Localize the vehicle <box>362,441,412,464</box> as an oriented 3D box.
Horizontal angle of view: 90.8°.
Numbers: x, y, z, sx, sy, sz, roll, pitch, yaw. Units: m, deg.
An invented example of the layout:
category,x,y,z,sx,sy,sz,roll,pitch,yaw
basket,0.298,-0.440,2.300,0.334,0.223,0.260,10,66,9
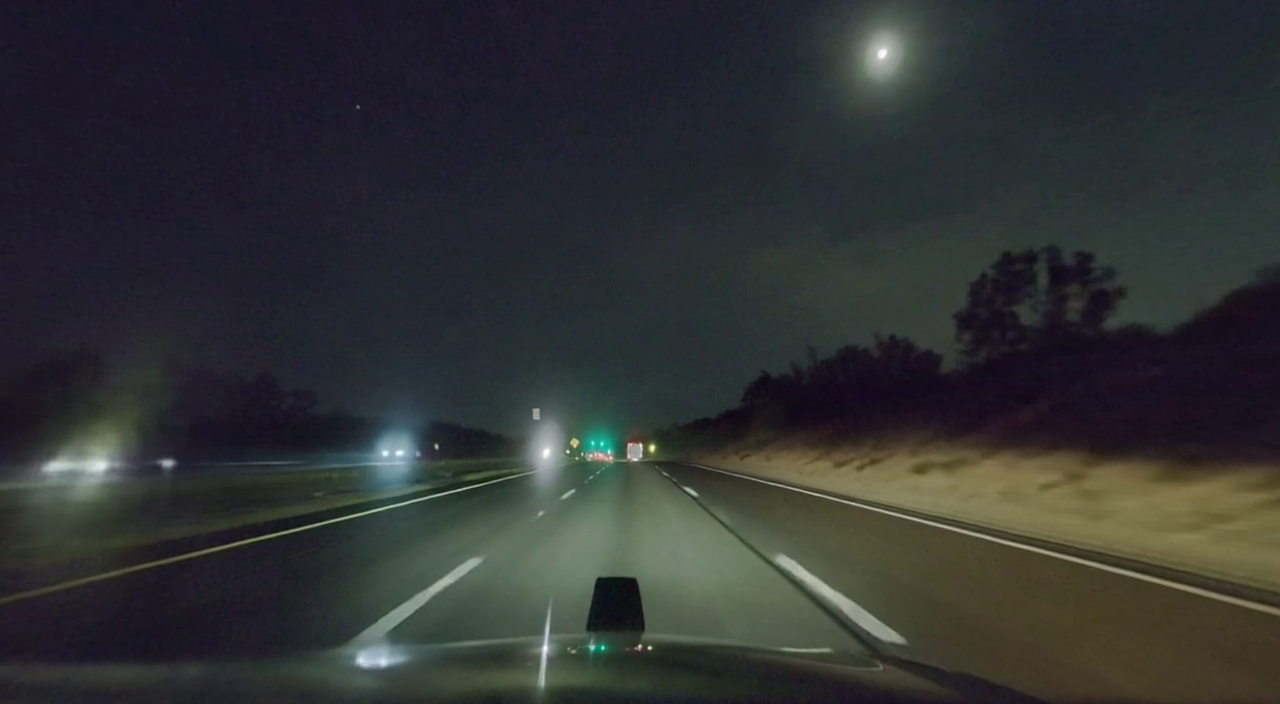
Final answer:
category,x,y,z,sx,sy,sz,roll,pitch,yaw
vehicle,-18.171,7.220,45.548,1.840,1.556,4.355,0,-9,-1
